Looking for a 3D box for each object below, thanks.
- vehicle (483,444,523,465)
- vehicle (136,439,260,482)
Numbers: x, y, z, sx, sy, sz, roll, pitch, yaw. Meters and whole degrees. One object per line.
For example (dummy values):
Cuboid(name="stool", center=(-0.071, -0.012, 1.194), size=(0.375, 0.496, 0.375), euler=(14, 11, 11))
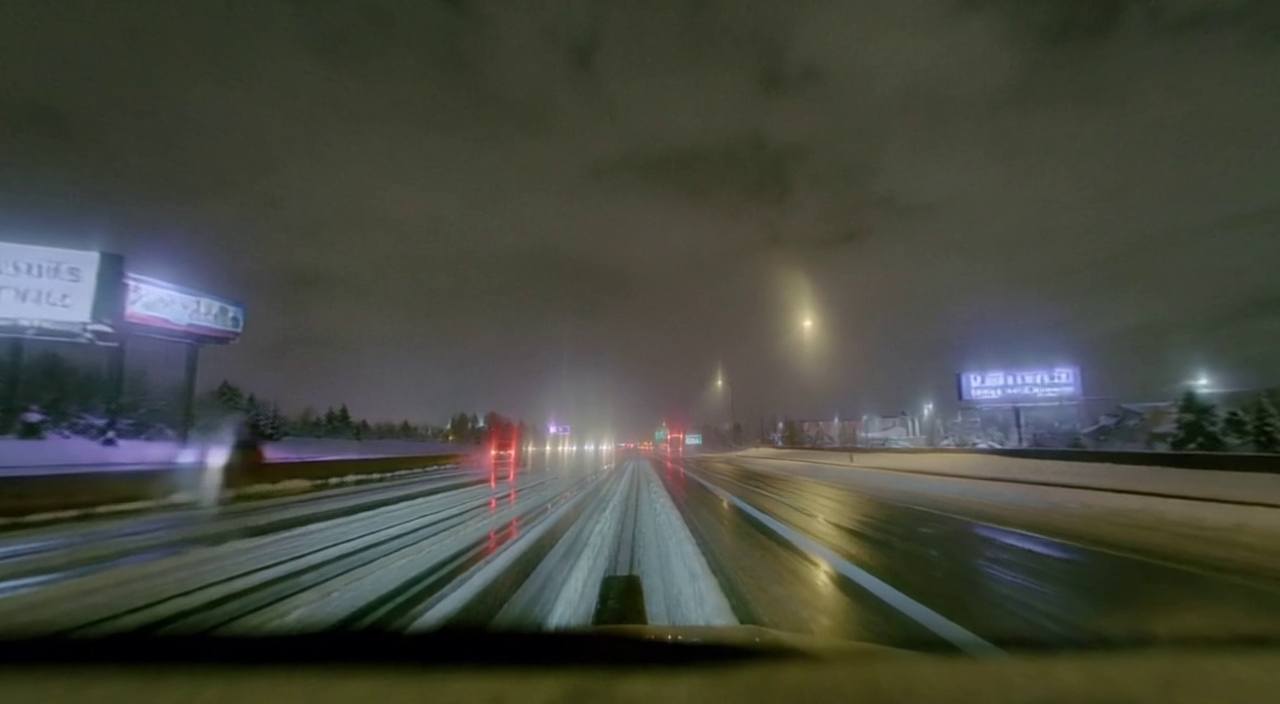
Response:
Cuboid(name="vehicle", center=(-10.231, 7.668, 47.200), size=(1.974, 1.513, 4.584), euler=(0, -9, 0))
Cuboid(name="vehicle", center=(-18.565, 4.550, 26.670), size=(1.962, 1.636, 4.485), euler=(0, -9, 1))
